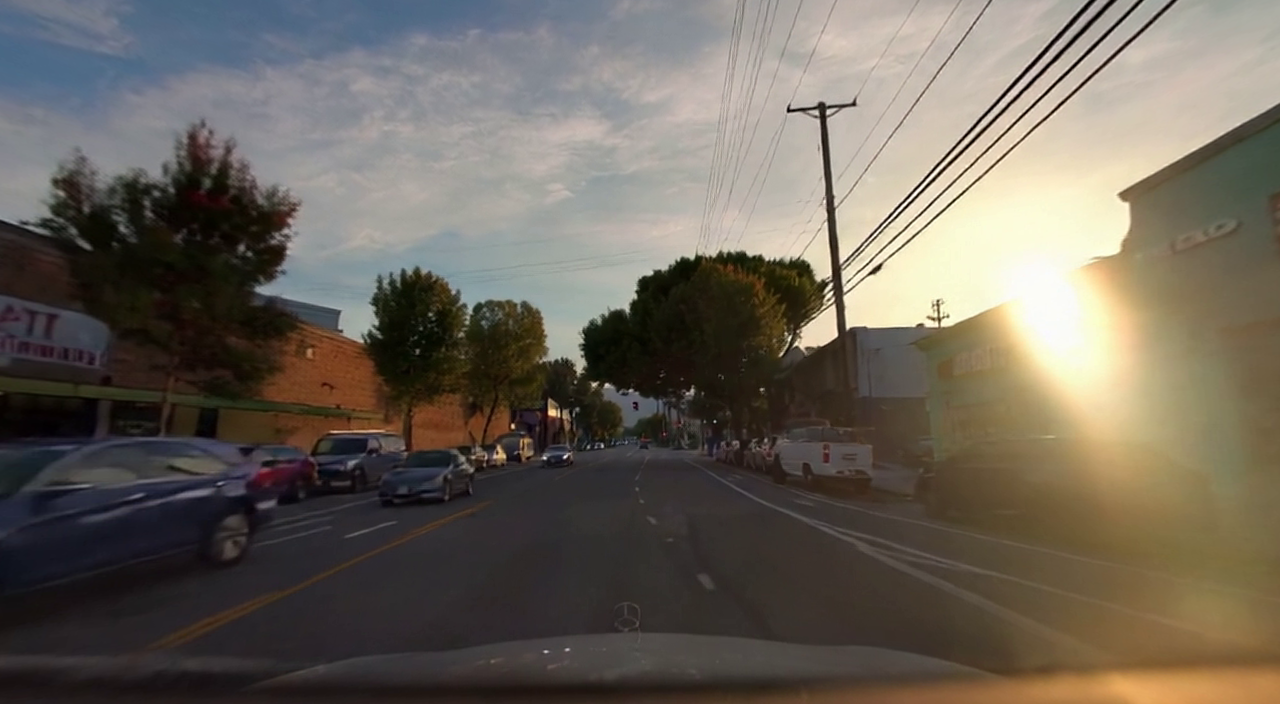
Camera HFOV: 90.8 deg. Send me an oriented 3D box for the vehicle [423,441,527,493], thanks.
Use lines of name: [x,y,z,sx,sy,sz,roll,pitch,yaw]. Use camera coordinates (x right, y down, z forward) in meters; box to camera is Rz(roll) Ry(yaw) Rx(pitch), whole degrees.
vehicle: [-5.068,3.581,20.091,1.845,1.469,4.413,-1,-8,4]

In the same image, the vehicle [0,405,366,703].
vehicle: [-3.908,1.252,4.517,2.050,1.505,4.219,0,-8,-1]

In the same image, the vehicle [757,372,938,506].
vehicle: [5.672,2.621,19.010,2.815,3.203,7.558,0,-8,0]

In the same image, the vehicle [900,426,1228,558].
vehicle: [6.346,2.090,10.240,1.963,1.646,4.204,1,-9,-9]

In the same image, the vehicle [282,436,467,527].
vehicle: [-5.062,2.505,12.849,1.807,1.494,4.464,0,-8,0]

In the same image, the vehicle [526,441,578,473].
vehicle: [-4.354,5.250,31.882,1.925,1.479,4.444,0,-8,1]
